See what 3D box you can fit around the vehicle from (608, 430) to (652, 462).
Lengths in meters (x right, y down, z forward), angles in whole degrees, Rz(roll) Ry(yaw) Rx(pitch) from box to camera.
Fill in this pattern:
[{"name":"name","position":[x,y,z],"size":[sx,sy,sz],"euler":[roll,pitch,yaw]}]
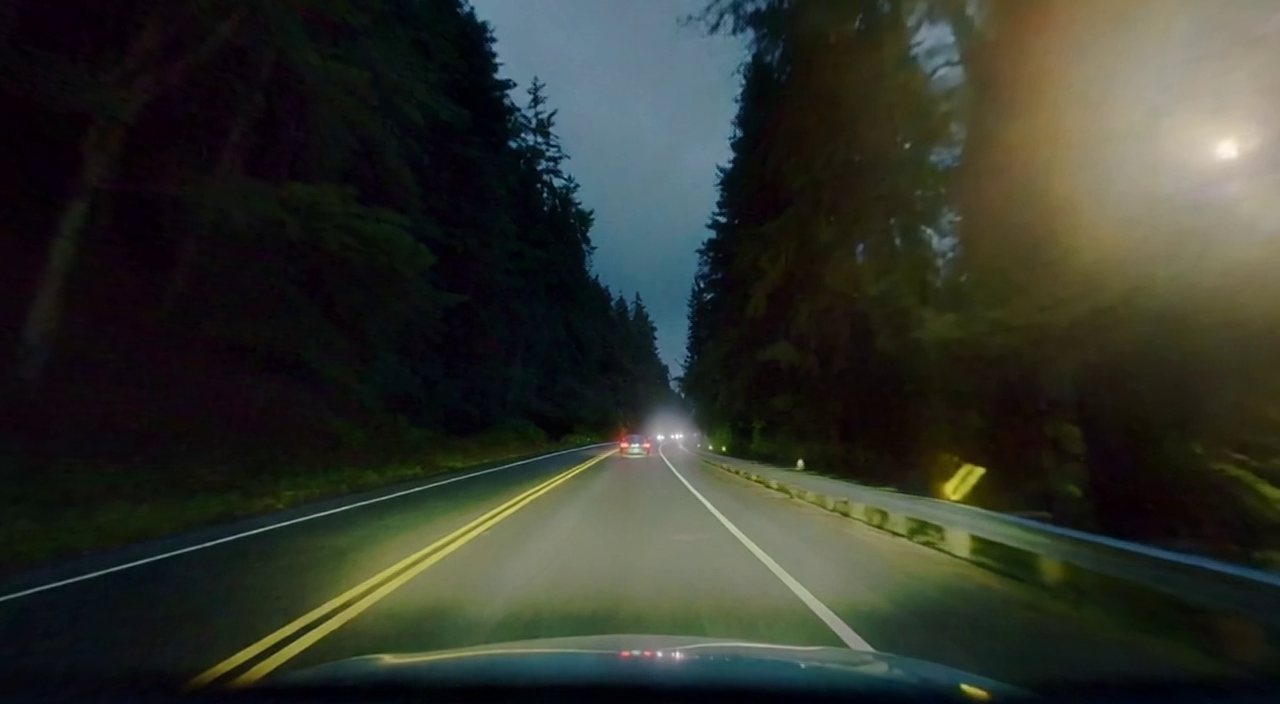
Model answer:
[{"name":"vehicle","position":[-0.512,4.794,32.287],"size":[2.120,1.491,4.349],"euler":[0,-8,-1]}]
